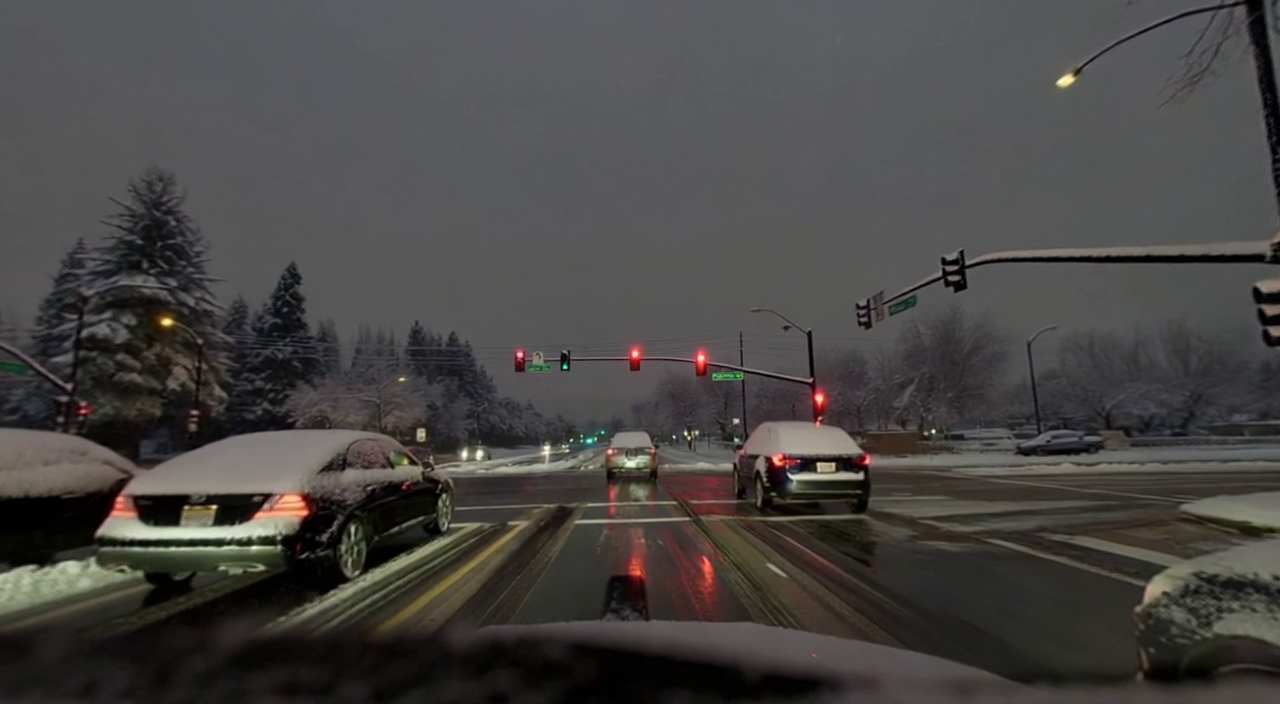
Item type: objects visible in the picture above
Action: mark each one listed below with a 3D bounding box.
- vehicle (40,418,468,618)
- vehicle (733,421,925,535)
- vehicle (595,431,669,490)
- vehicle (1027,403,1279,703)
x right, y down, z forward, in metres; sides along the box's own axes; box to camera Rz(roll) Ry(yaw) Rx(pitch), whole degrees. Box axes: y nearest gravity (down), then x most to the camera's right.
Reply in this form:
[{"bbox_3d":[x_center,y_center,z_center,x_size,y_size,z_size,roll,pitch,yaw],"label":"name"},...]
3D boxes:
[{"bbox_3d":[-3.527,1.582,7.019,1.941,1.492,4.399,0,-8,1],"label":"vehicle"},{"bbox_3d":[3.191,2.229,11.814,2.097,1.707,4.461,0,-8,-2],"label":"vehicle"},{"bbox_3d":[-0.213,3.520,20.808,2.215,1.749,3.976,0,-8,1],"label":"vehicle"},{"bbox_3d":[3.168,0.790,1.318,1.960,1.460,4.233,0,-8,-1],"label":"vehicle"}]
